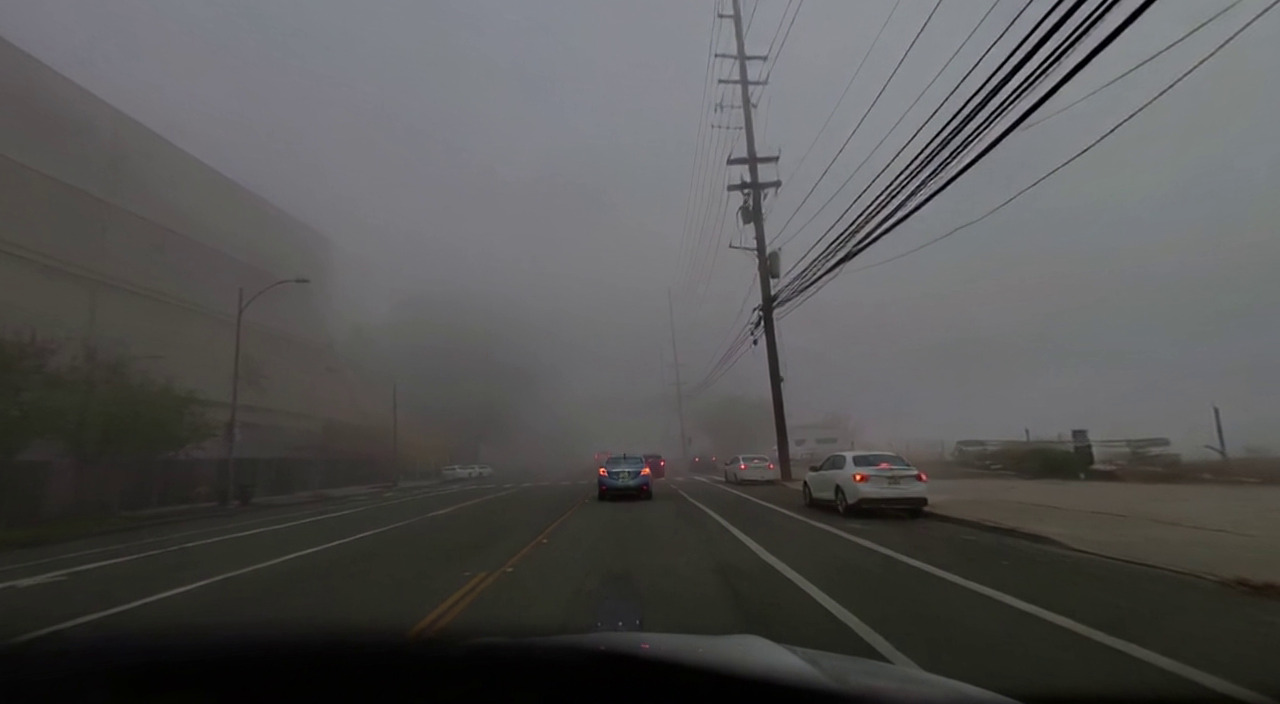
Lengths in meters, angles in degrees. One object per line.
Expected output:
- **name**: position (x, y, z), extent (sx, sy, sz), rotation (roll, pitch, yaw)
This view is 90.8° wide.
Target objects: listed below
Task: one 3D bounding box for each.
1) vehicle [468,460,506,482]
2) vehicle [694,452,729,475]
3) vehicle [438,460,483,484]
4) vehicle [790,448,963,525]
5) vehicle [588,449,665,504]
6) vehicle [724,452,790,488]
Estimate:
- **vehicle**: position (-11.550, 9.003, 47.835), extent (1.817, 1.480, 4.282), rotation (0, -9, 0)
- **vehicle**: position (5.214, 8.203, 46.683), extent (1.937, 1.523, 4.541), rotation (0, -9, -1)
- **vehicle**: position (-11.773, 7.890, 41.738), extent (1.828, 1.457, 4.371), rotation (0, -9, -2)
- **vehicle**: position (5.217, 3.009, 14.853), extent (2.108, 1.471, 4.948), rotation (0, -9, -1)
- **vehicle**: position (-0.357, 3.752, 19.473), extent (2.116, 1.479, 3.980), rotation (0, -9, 0)
- **vehicle**: position (5.134, 5.218, 28.333), extent (1.987, 1.459, 4.677), rotation (0, -9, -1)
